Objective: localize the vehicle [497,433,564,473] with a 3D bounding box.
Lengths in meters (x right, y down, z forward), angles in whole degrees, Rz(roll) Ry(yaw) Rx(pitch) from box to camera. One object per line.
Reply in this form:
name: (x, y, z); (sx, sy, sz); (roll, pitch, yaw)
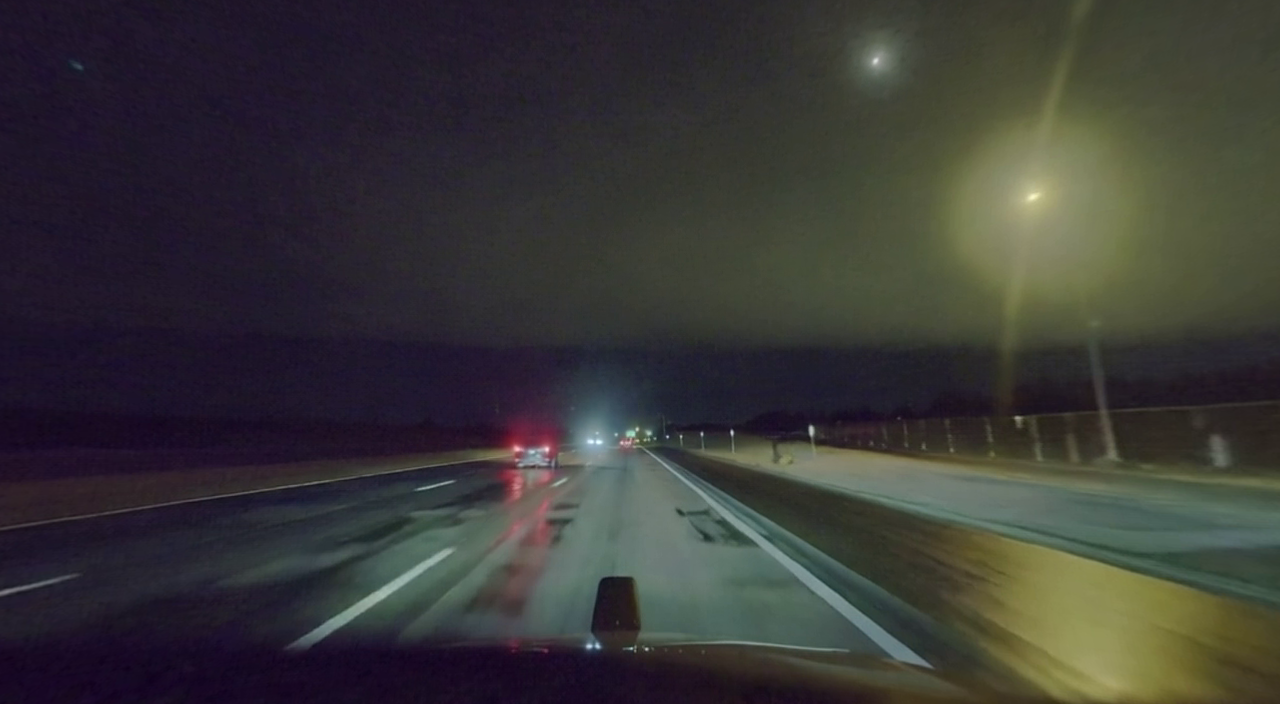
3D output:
vehicle: (-4.721, 4.423, 27.949); (2.129, 1.588, 4.980); (0, -8, 0)
